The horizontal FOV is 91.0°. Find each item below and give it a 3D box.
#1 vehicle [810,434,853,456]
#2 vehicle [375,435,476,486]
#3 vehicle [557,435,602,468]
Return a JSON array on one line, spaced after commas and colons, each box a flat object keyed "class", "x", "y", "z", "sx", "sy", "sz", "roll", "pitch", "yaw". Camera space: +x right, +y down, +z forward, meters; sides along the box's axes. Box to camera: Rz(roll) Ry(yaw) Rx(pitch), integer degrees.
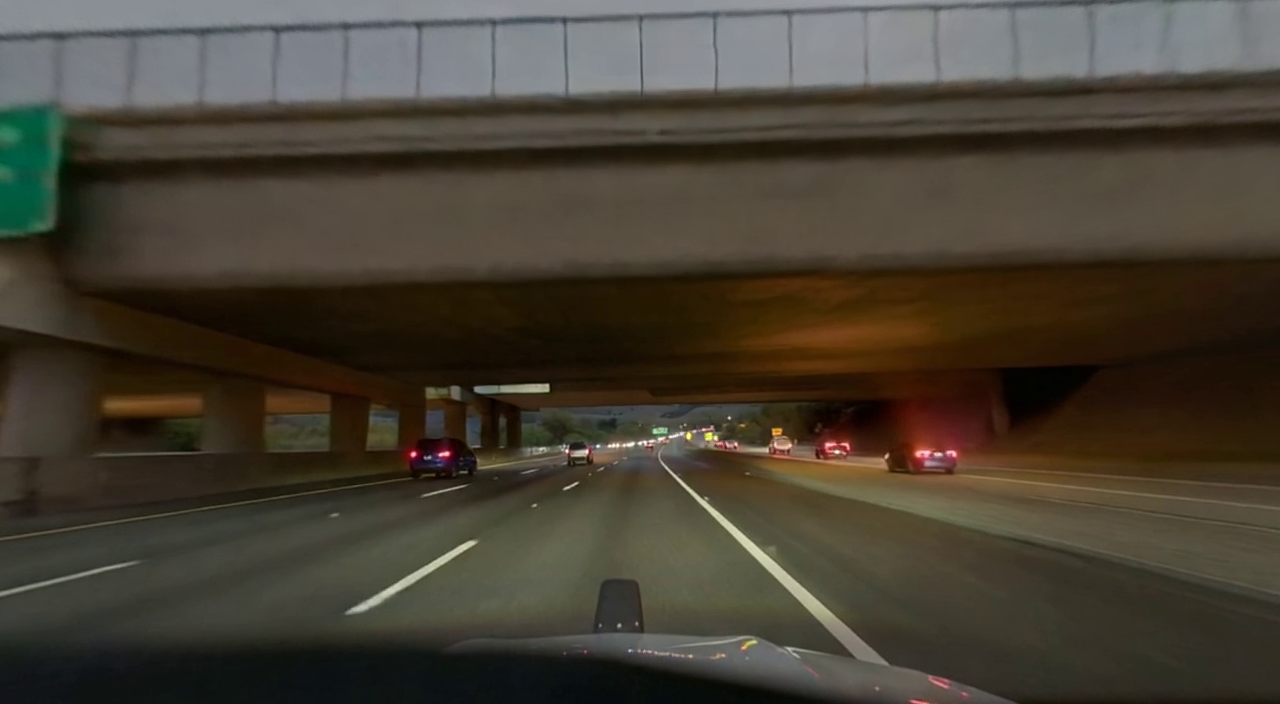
[{"class": "vehicle", "x": 14.344, "y": 6.993, "z": 47.393, "sx": 1.896, "sy": 1.518, "sz": 4.417, "roll": 0, "pitch": -8, "yaw": 1}, {"class": "vehicle", "x": -7.869, "y": 4.003, "z": 23.607, "sx": 2.092, "sy": 1.712, "sz": 4.627, "roll": 0, "pitch": -8, "yaw": 1}, {"class": "vehicle", "x": -3.592, "y": 5.998, "z": 38.100, "sx": 2.144, "sy": 1.847, "sz": 4.850, "roll": 0, "pitch": -8, "yaw": 1}]
